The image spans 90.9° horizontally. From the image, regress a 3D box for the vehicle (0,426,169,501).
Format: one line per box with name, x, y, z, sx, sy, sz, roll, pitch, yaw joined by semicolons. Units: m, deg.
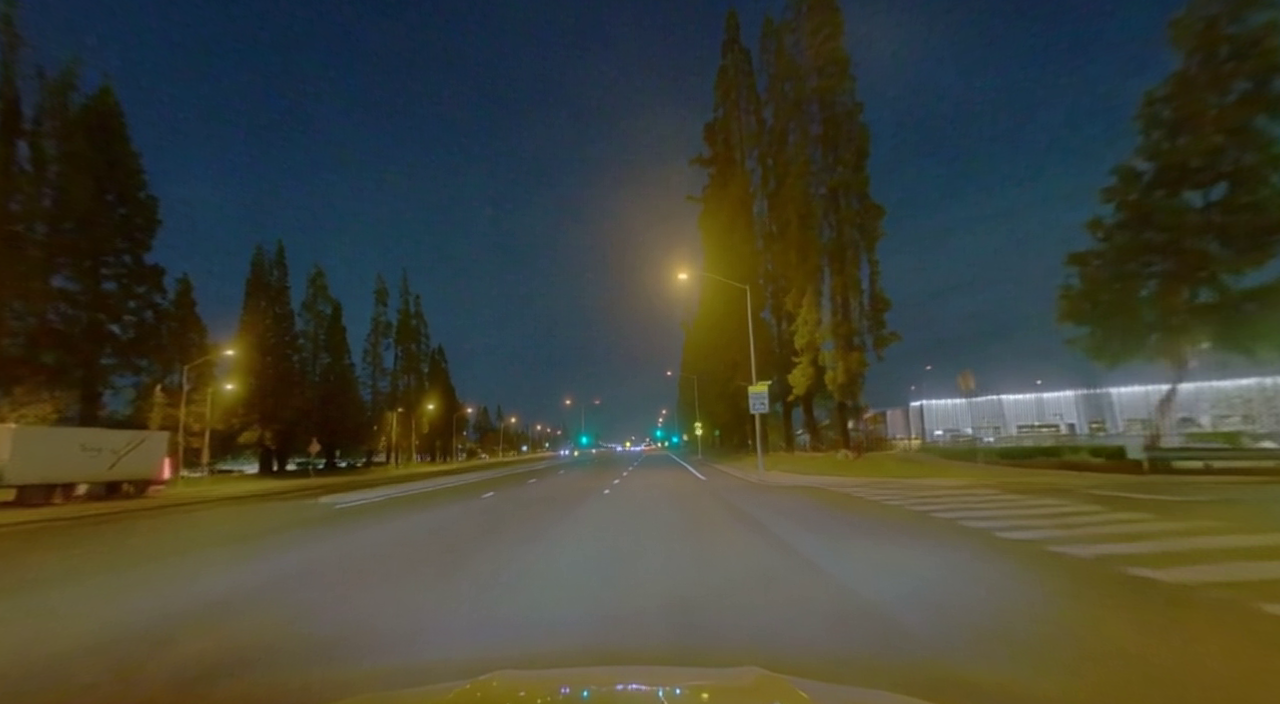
vehicle;-34.679;6.601;38.076;2.955;3.868;11.255;-1;-8;5
